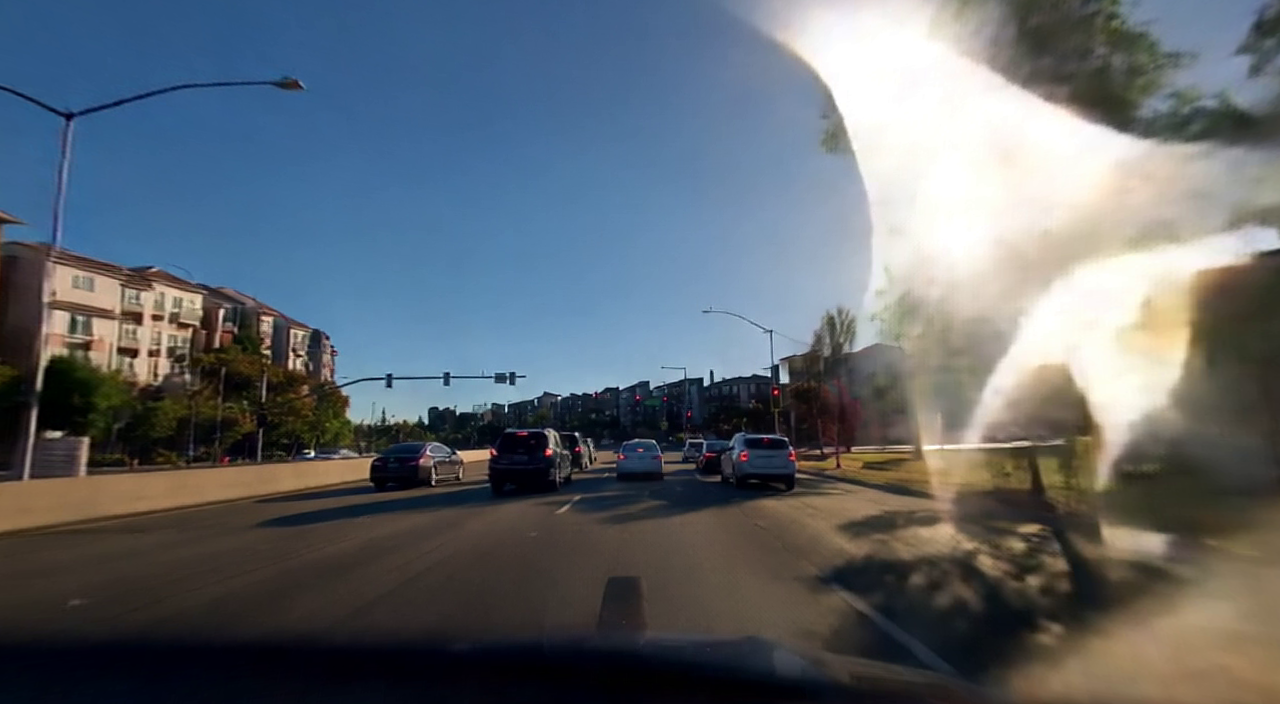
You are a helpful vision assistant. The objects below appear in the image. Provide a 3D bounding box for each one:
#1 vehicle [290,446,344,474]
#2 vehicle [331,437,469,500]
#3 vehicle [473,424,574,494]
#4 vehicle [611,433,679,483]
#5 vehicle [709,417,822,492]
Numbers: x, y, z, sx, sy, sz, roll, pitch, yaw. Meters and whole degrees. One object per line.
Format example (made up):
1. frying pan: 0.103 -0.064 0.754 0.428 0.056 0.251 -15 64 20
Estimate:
1. vehicle: -22.396 7.457 43.762 2.219 1.786 5.705 3 -9 -17
2. vehicle: -6.358 3.122 17.314 1.926 1.465 4.620 0 -8 1
3. vehicle: -3.065 2.939 17.537 1.912 1.703 4.261 0 -8 1
4. vehicle: 0.132 3.433 20.616 2.021 1.461 3.862 0 -8 -1
5. vehicle: 3.359 2.890 17.945 2.141 1.833 4.704 0 -8 -2
